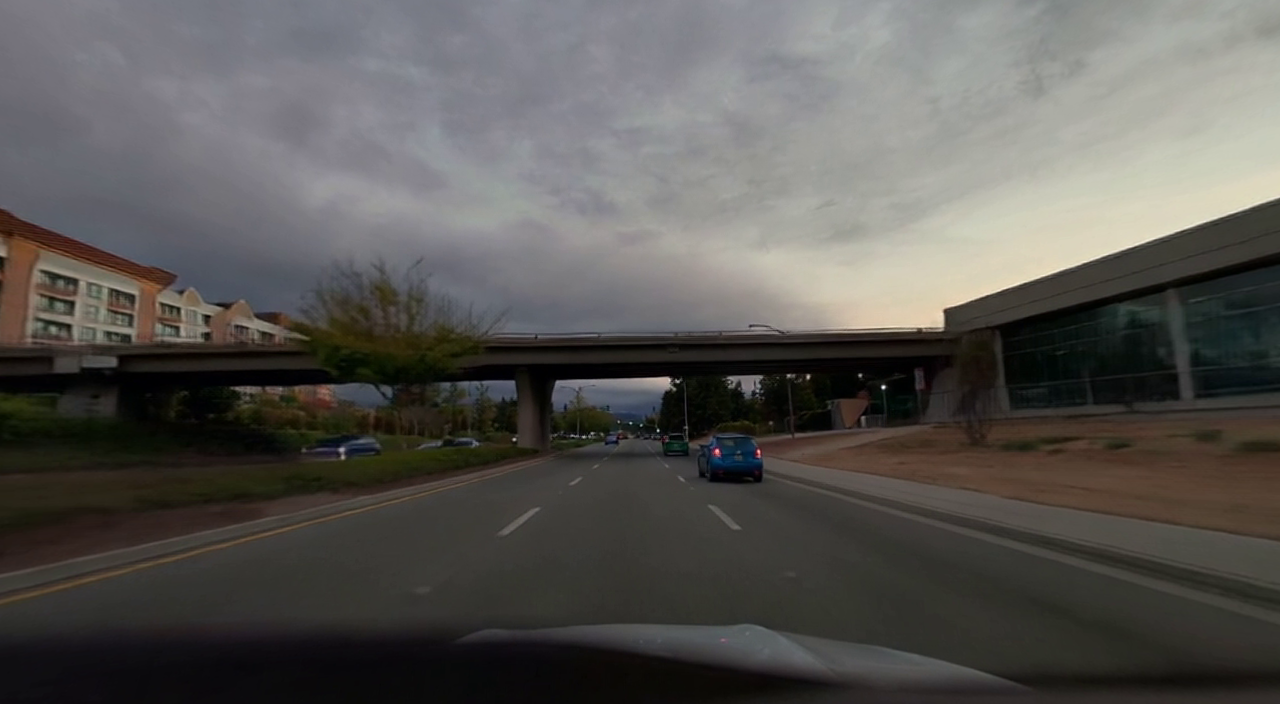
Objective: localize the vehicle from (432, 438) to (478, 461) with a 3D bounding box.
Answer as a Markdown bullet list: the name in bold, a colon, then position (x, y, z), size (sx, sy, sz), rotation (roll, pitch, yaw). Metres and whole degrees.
- **vehicle**: position (-12.645, 6.713, 43.335), size (1.844, 1.514, 4.386), rotation (0, -8, 0)

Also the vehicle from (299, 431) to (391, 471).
- **vehicle**: position (-16.035, 5.419, 34.657), size (2.243, 1.952, 5.838), rotation (0, -9, 0)

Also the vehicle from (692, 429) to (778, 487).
- **vehicle**: position (3.015, 3.508, 21.075), size (2.110, 1.712, 4.489), rotation (0, -8, -1)
